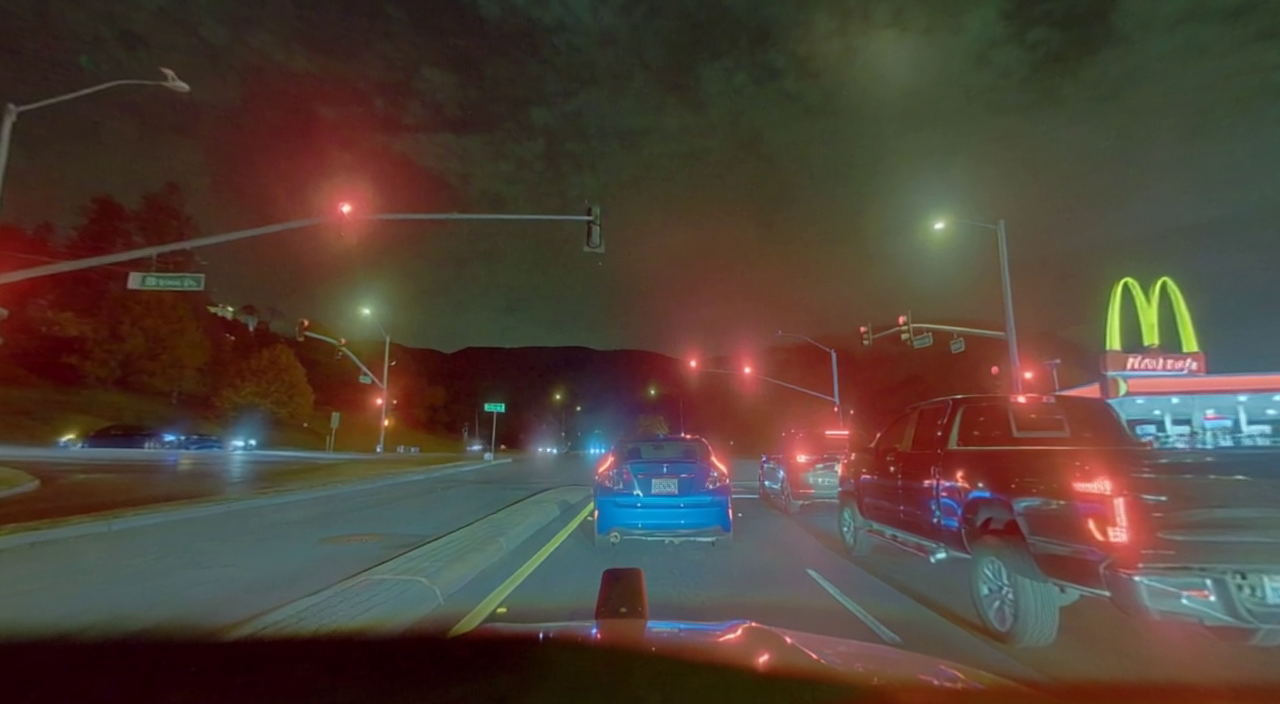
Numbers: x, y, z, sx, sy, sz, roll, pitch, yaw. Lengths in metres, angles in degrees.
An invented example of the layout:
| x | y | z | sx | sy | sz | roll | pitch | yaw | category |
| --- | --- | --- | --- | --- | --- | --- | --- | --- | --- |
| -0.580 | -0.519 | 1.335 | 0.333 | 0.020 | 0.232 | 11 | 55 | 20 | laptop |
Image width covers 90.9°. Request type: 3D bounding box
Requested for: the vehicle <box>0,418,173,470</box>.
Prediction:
| x | y | z | sx | sy | sz | roll | pitch | yaw | category |
| --- | --- | --- | --- | --- | --- | --- | --- | --- | --- |
| -19.697 | 3.265 | 22.317 | 4.742 | 1.720 | 2.107 | -1 | -8 | 5 | vehicle |

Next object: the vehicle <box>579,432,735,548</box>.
| x | y | z | sx | sy | sz | roll | pitch | yaw | category |
| --- | --- | --- | --- | --- | --- | --- | --- | --- | --- |
| 0.221 | 2.082 | 10.186 | 2.027 | 1.494 | 3.824 | 0 | -8 | 0 | vehicle |

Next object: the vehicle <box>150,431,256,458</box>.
| x | y | z | sx | sy | sz | roll | pitch | yaw | category |
| --- | --- | --- | --- | --- | --- | --- | --- | --- | --- |
| -23.200 | 4.932 | 33.577 | 4.326 | 1.420 | 1.798 | -1 | -8 | 4 | vehicle |

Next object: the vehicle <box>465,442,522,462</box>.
| x | y | z | sx | sy | sz | roll | pitch | yaw | category |
| --- | --- | --- | --- | --- | --- | --- | --- | --- | --- |
| -11.456 | 7.825 | 49.622 | 1.963 | 1.460 | 4.528 | -4 | -9 | 26 | vehicle |

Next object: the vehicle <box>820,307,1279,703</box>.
| x | y | z | sx | sy | sz | roll | pitch | yaw | category |
| --- | --- | --- | --- | --- | --- | --- | --- | --- | --- |
| 3.533 | 1.201 | 5.269 | 2.277 | 1.871 | 6.143 | 0 | -8 | 0 | vehicle |
